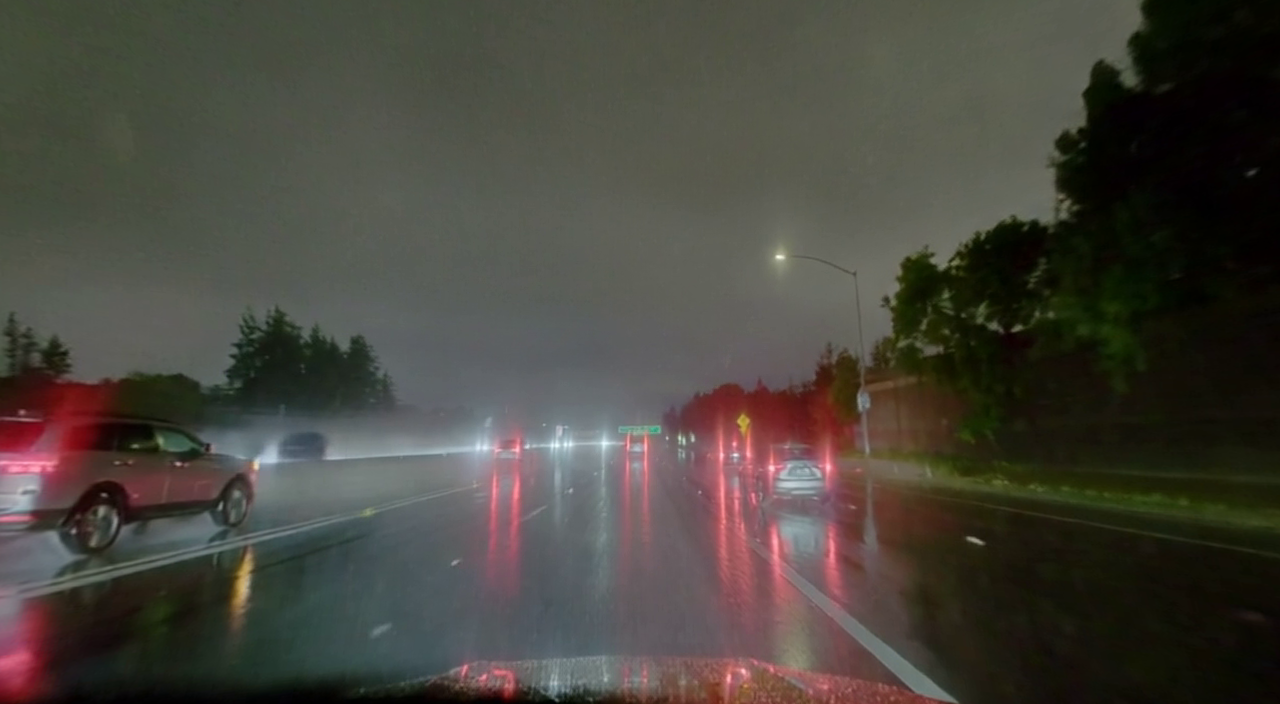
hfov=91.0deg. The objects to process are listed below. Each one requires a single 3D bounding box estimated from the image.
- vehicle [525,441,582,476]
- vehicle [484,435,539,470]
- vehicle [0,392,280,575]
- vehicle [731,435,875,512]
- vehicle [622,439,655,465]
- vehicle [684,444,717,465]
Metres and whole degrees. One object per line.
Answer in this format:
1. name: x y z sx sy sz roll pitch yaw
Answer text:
1. vehicle: -4.001 4.994 29.699 2.071 1.478 4.130 0 -9 0
2. vehicle: -7.076 5.595 35.202 2.111 1.811 4.391 0 -9 1
3. vehicle: -7.419 1.683 8.743 2.142 1.849 4.566 0 -9 -1
4. vehicle: 3.561 2.767 14.771 2.141 1.507 4.510 0 -9 0
5. vehicle: -0.115 6.962 43.969 2.158 1.706 4.219 0 -9 0
6. vehicle: 4.318 7.393 45.565 1.944 1.465 4.245 0 -9 0
